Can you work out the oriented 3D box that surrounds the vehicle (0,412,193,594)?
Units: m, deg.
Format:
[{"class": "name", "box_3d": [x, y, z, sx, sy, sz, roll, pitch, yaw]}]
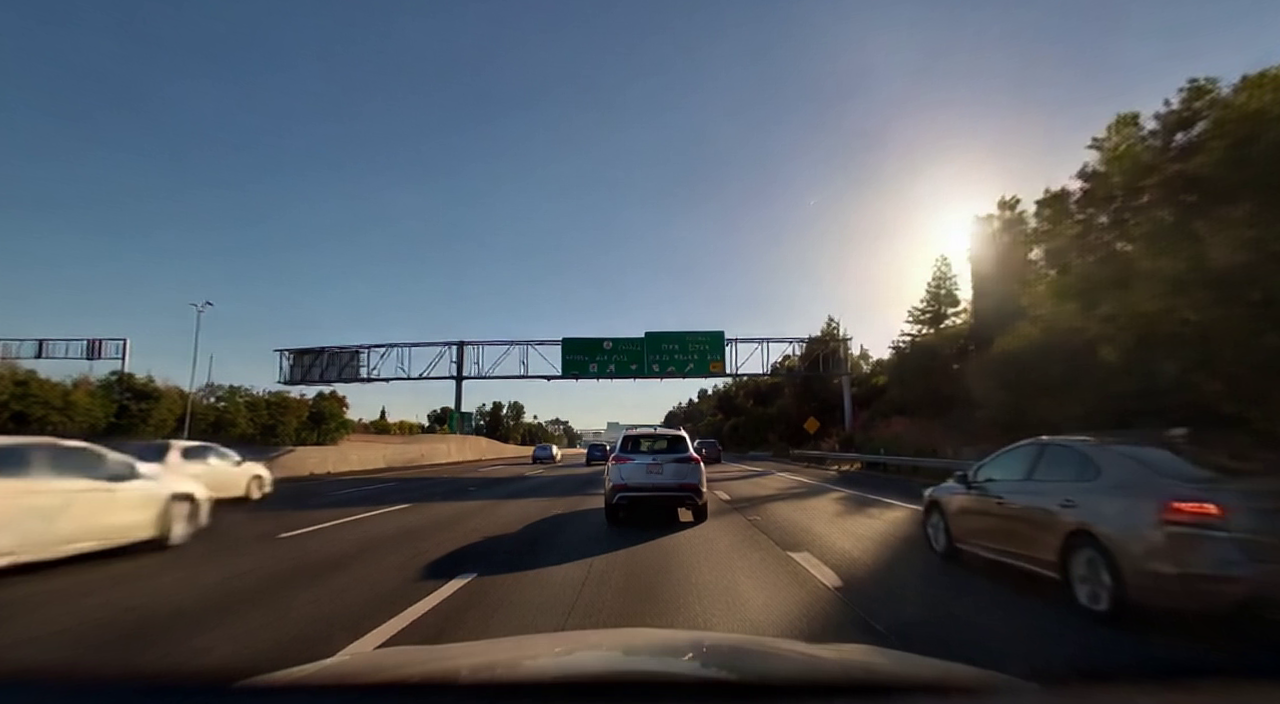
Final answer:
[{"class": "vehicle", "box_3d": [-6.918, 1.389, 5.802, 2.127, 1.644, 4.631, 0, -9, 1]}]

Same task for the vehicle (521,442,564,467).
[{"class": "vehicle", "box_3d": [-6.453, 6.877, 42.284, 2.035, 1.558, 4.773, 0, -9, 2]}]

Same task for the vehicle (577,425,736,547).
[{"class": "vehicle", "box_3d": [0.222, 2.024, 10.116, 2.044, 1.554, 3.824, 0, -9, 0]}]

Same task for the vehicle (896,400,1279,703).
[{"class": "vehicle", "box_3d": [4.055, 1.307, 5.114, 2.002, 1.499, 4.710, 0, -9, 0]}]
